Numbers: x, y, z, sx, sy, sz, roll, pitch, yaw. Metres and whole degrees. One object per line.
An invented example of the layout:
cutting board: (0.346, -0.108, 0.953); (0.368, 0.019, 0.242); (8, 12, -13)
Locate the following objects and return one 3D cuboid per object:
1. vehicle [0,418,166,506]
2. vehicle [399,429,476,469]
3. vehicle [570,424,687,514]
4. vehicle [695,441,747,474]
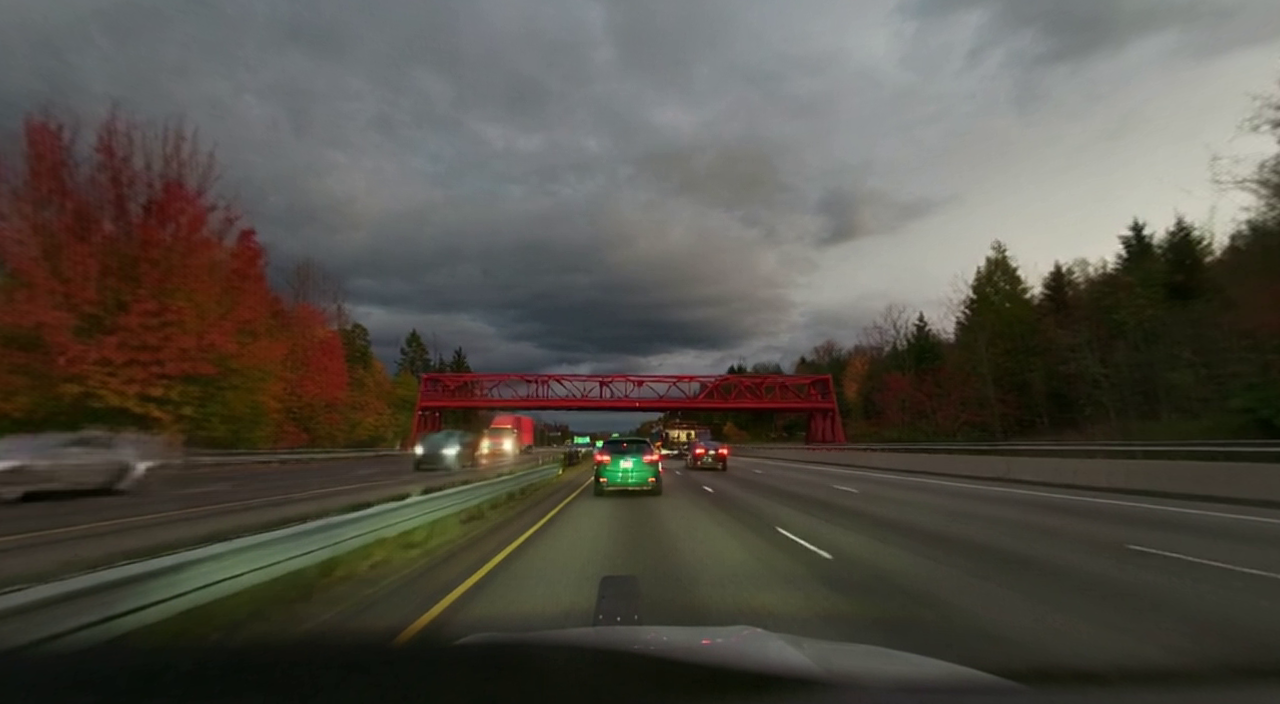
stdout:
vehicle: (-12.051, 2.153, 12.420); (1.938, 1.516, 4.282); (0, -9, 0)
vehicle: (-9.358, 4.536, 29.360); (2.111, 1.674, 4.548); (0, -9, -1)
vehicle: (-0.244, 2.587, 14.270); (2.259, 1.699, 4.015); (0, -9, 0)
vehicle: (3.886, 5.134, 30.683); (1.894, 1.487, 3.751); (0, -9, -2)
